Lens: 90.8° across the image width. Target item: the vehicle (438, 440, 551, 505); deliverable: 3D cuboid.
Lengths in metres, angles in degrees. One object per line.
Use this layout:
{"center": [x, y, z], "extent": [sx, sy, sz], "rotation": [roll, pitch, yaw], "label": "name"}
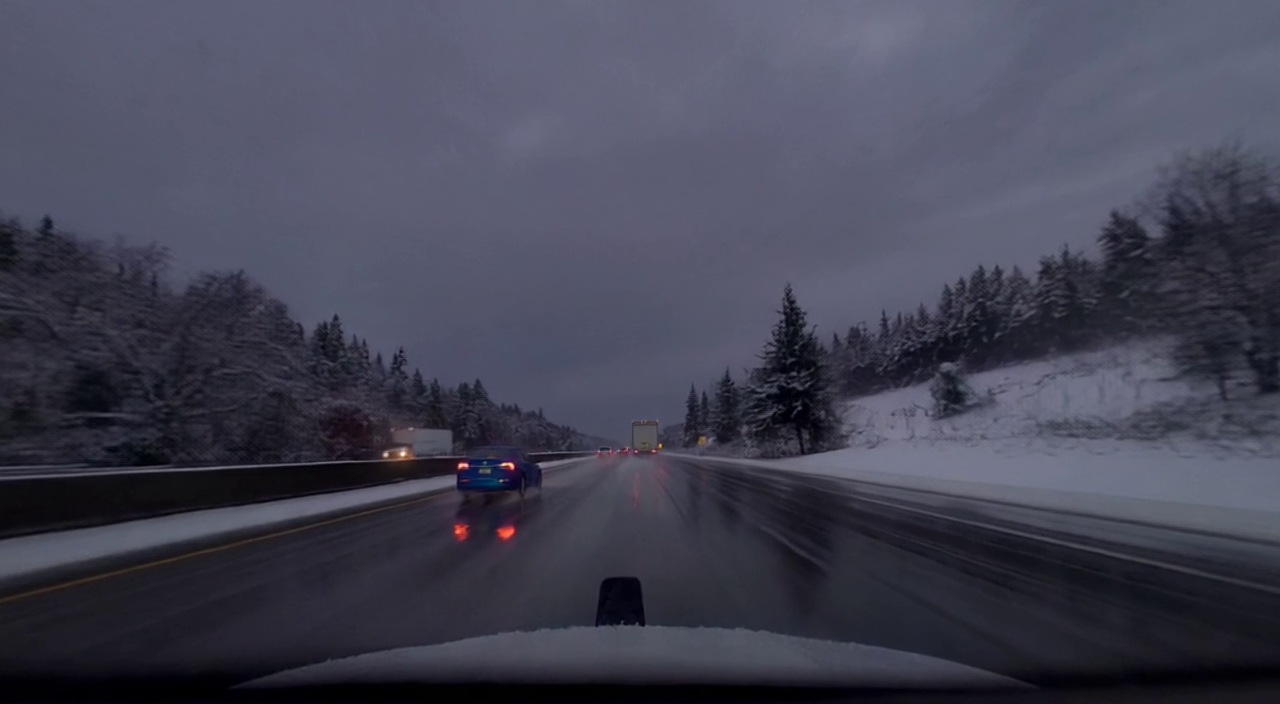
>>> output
{"center": [-3.865, 3.297, 17.720], "extent": [1.999, 1.533, 4.870], "rotation": [0, -9, 0], "label": "vehicle"}
